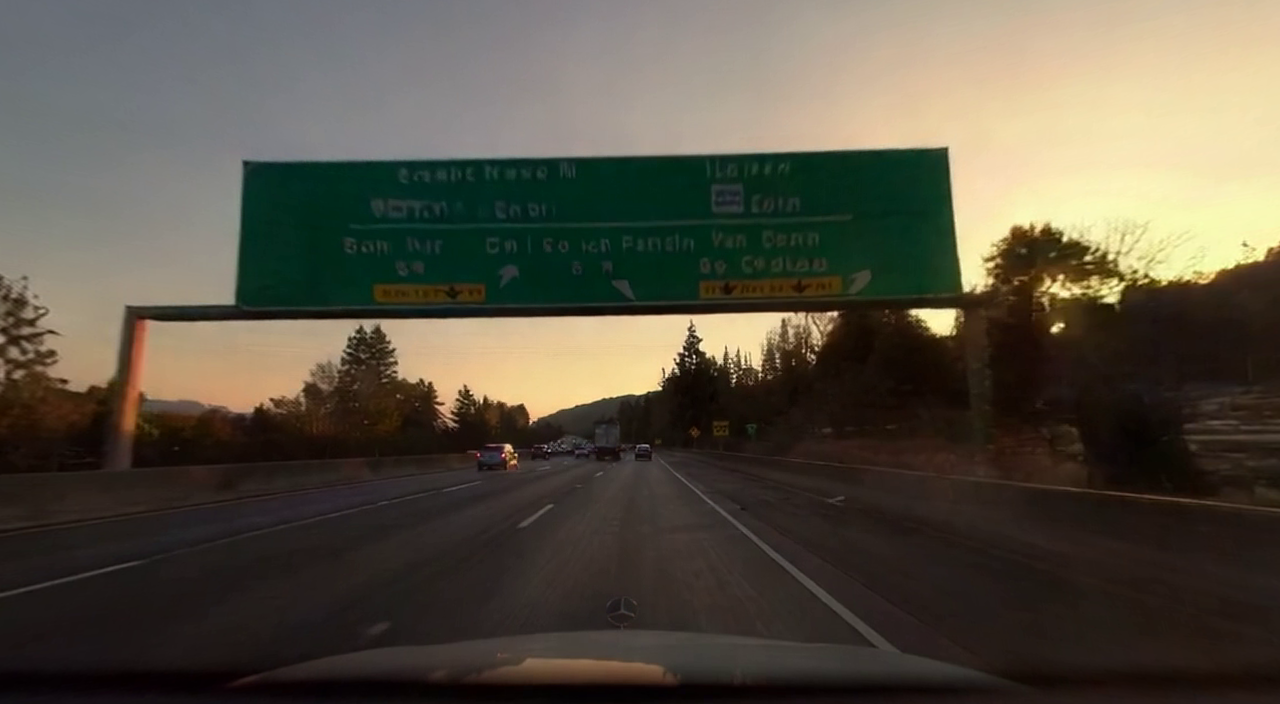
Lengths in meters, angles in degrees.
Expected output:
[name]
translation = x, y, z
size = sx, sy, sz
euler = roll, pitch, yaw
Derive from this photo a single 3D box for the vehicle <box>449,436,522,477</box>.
[vehicle]
translation = -7.384, 5.050, 30.797
size = 2.115, 1.778, 5.572
euler = 0, -9, 0
